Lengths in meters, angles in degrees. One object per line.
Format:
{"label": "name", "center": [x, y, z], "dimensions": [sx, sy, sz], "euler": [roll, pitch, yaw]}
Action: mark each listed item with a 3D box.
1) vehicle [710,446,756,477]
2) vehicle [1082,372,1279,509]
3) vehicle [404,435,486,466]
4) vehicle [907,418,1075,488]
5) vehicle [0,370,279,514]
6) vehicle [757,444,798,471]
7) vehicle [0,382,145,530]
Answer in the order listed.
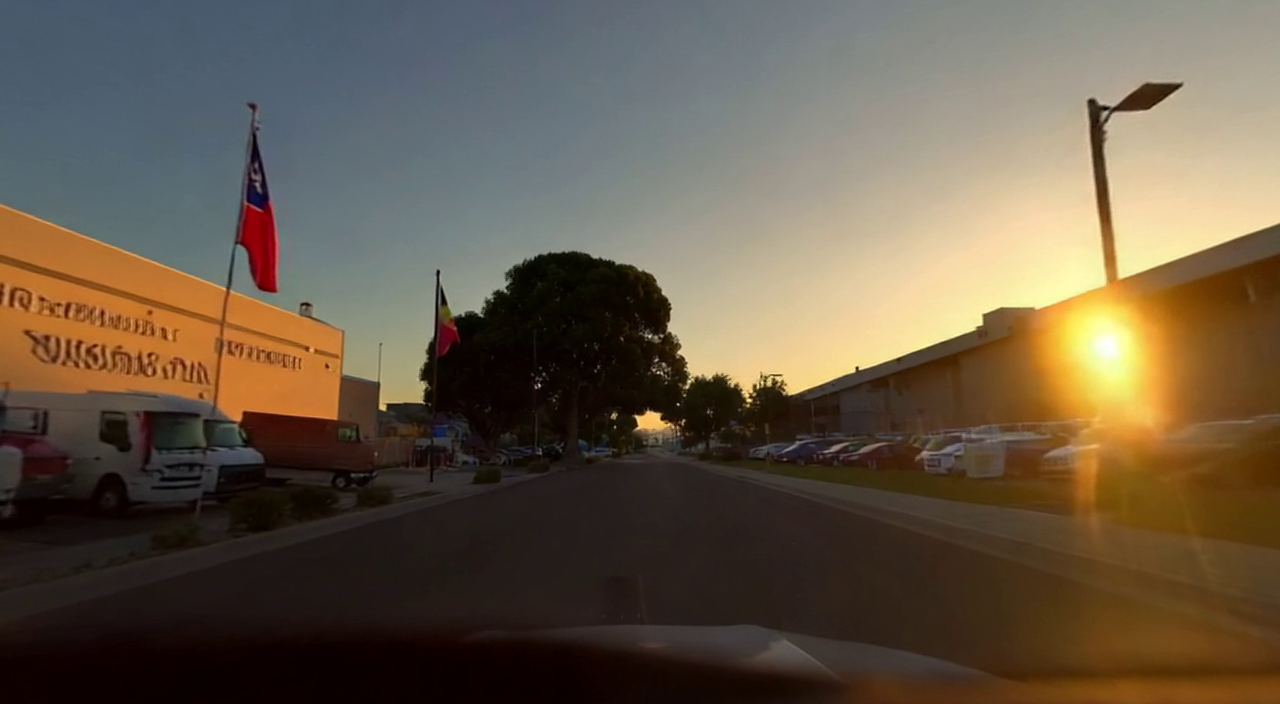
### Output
{"label": "vehicle", "center": [5.285, 6.266, 36.455], "dimensions": [2.026, 1.659, 4.314], "euler": [0, -9, 0]}
{"label": "vehicle", "center": [11.844, 1.805, 12.789], "dimensions": [6.017, 2.202, 2.328], "euler": [5, -10, -31]}
{"label": "vehicle", "center": [-13.158, 6.617, 42.485], "dimensions": [5.672, 1.963, 2.189], "euler": [-6, -11, 34]}
{"label": "vehicle", "center": [10.852, 3.219, 19.459], "dimensions": [5.138, 1.778, 2.034], "euler": [8, -15, -30]}
{"label": "vehicle", "center": [-11.136, 1.930, 13.629], "dimensions": [5.254, 2.811, 2.188], "euler": [0, -9, 1]}
{"label": "vehicle", "center": [9.610, 7.282, 43.830], "dimensions": [2.021, 1.753, 4.342], "euler": [-3, -9, 21]}
{"label": "vehicle", "center": [-11.783, 1.779, 10.995], "dimensions": [4.458, 2.299, 2.092], "euler": [0, -9, 1]}
